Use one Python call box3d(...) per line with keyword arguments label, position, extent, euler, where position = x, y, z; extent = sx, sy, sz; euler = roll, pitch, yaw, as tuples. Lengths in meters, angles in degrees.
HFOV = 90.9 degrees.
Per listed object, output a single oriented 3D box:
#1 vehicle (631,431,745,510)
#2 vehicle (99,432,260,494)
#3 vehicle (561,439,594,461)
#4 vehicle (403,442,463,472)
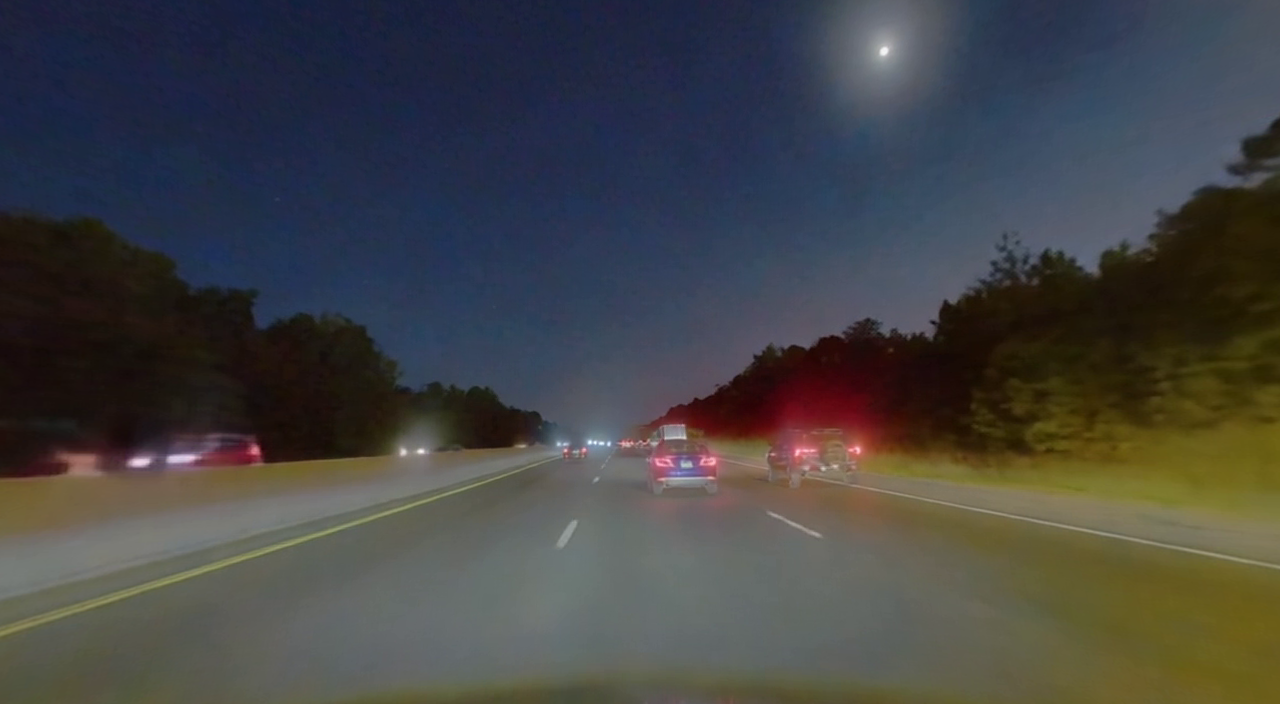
box3d(label="vehicle", position=(0.892, 2.594, 14.491), extent=(1.961, 1.495, 4.743), euler=(1, -8, -4))
box3d(label="vehicle", position=(-15.236, 3.647, 21.289), extent=(1.932, 1.821, 4.867), euler=(0, -8, -3))
box3d(label="vehicle", position=(-4.427, 6.977, 45.083), extent=(2.055, 1.466, 4.317), euler=(0, -8, -2))
box3d(label="vehicle", position=(-11.187, 5.675, 34.377), extent=(1.891, 1.440, 4.367), euler=(0, -8, -2))
